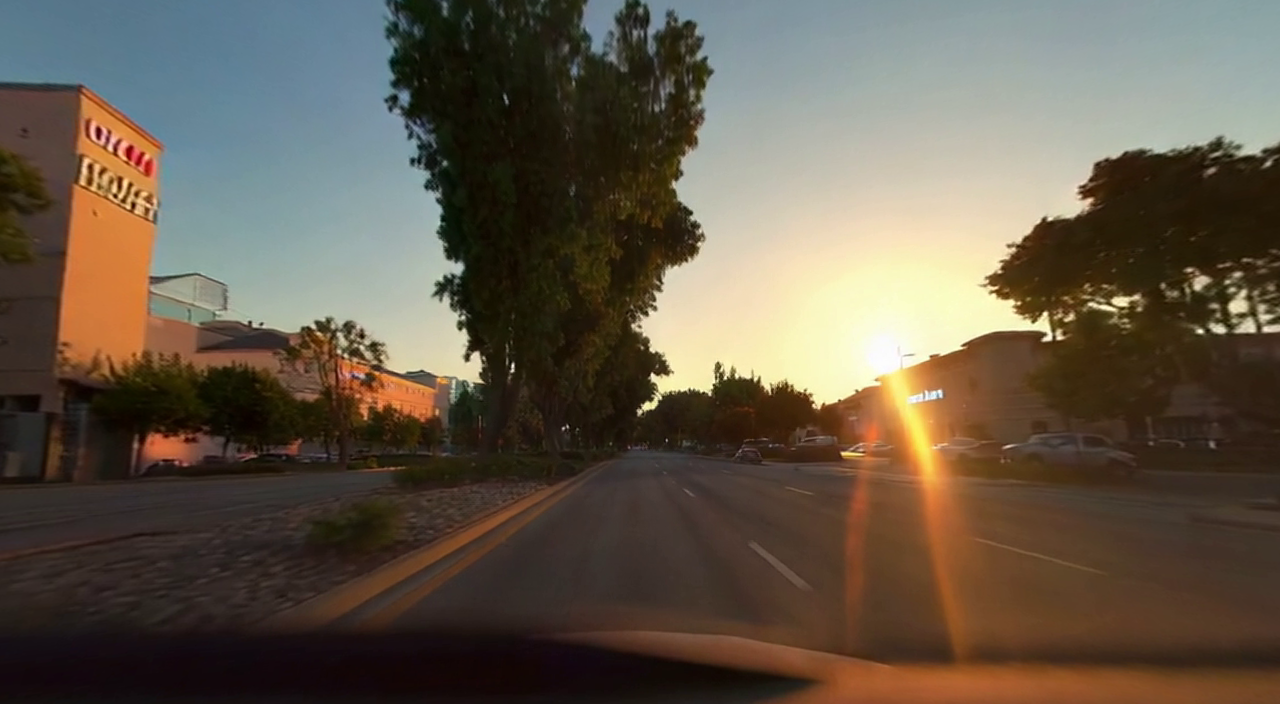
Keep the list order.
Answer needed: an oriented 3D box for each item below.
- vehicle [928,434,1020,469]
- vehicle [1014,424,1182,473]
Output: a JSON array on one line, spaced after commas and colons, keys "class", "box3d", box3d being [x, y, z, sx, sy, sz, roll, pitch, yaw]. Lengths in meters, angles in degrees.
[{"class": "vehicle", "box3d": [19.256, 5.767, 36.659, 2.179, 1.767, 5.837, -2, -8, 0]}, {"class": "vehicle", "box3d": [19.225, 4.090, 26.839, 2.151, 1.838, 5.534, 3, -9, -15]}]
